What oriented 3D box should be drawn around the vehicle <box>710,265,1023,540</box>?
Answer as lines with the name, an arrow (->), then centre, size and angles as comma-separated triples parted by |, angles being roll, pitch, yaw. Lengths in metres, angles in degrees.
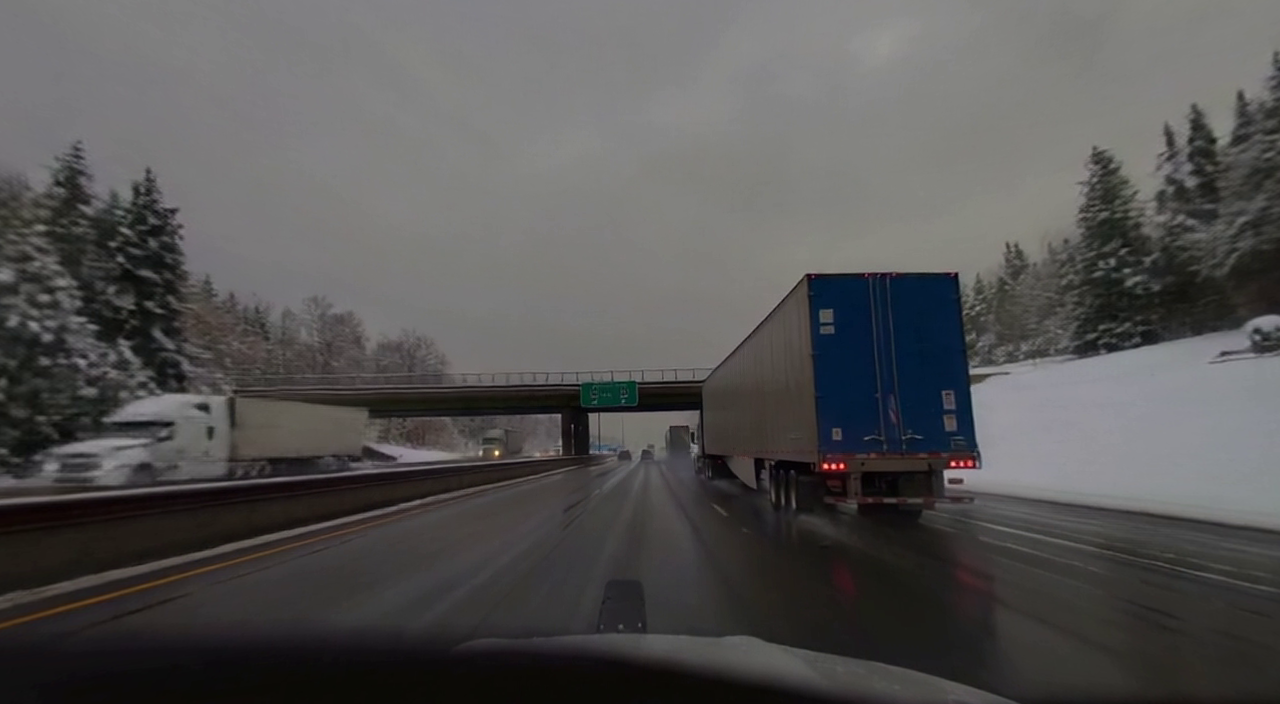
vehicle -> 4.046, 1.772, 16.308 | 2.825, 4.054, 14.210 | 0, -9, 0

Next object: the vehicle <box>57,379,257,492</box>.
vehicle -> -18.746, 3.386, 25.106 | 2.994, 3.938, 5.901 | 0, -9, 0
